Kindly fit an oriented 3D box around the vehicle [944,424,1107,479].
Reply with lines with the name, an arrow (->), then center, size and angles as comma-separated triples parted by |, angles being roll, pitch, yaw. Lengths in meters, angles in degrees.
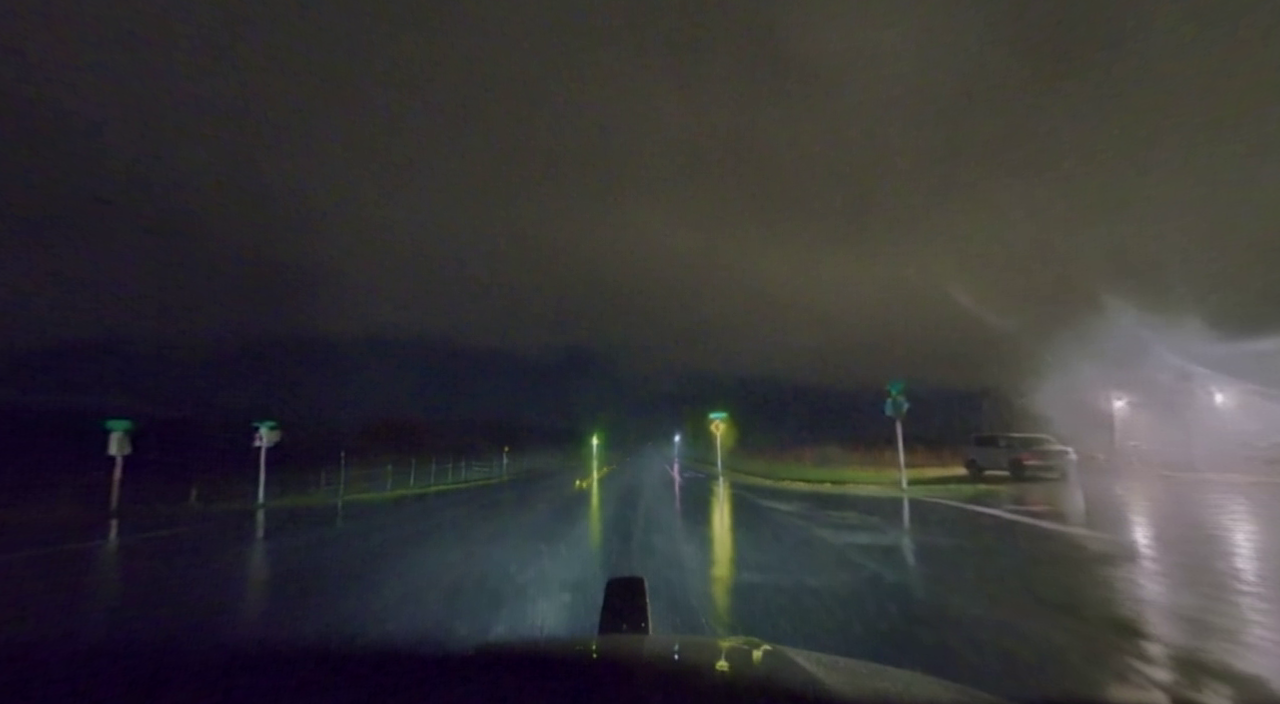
vehicle -> 14.333, 3.726, 23.852 | 2.037, 1.829, 4.919 | 3, -9, -21
